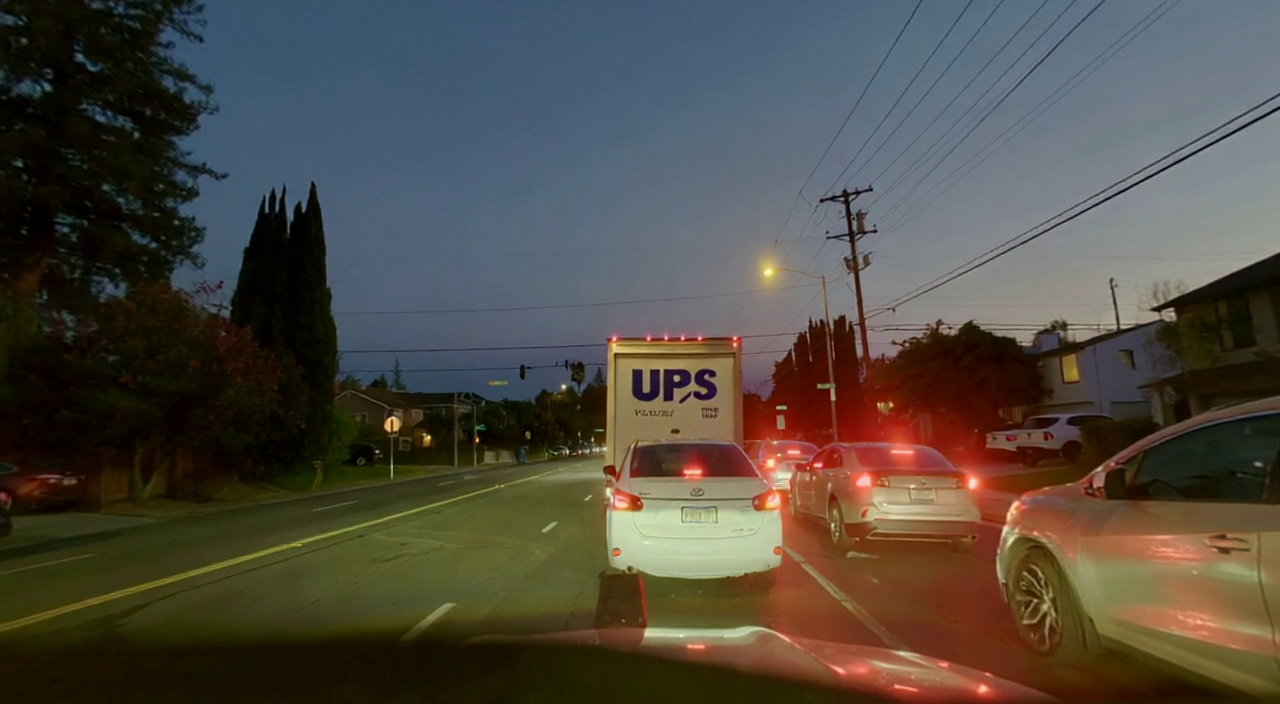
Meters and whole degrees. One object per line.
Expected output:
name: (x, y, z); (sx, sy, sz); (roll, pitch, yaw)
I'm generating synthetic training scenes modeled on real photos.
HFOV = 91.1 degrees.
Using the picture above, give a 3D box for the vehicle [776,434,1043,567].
vehicle: (3.512, 2.006, 9.344); (1.993, 1.479, 4.487); (0, -8, 0)

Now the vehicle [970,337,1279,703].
vehicle: (3.309, 0.772, 1.926); (2.069, 1.722, 4.888); (0, -8, 2)

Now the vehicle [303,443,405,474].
vehicle: (-17.411, 6.477, 38.313); (5.274, 1.793, 1.921); (0, -8, 3)

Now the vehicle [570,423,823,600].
vehicle: (0.480, 1.692, 7.619); (2.158, 1.499, 4.377); (0, -8, 0)

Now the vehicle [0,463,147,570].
vehicle: (-10.350, 2.489, 9.485); (1.925, 1.482, 4.753); (0, -8, 0)
